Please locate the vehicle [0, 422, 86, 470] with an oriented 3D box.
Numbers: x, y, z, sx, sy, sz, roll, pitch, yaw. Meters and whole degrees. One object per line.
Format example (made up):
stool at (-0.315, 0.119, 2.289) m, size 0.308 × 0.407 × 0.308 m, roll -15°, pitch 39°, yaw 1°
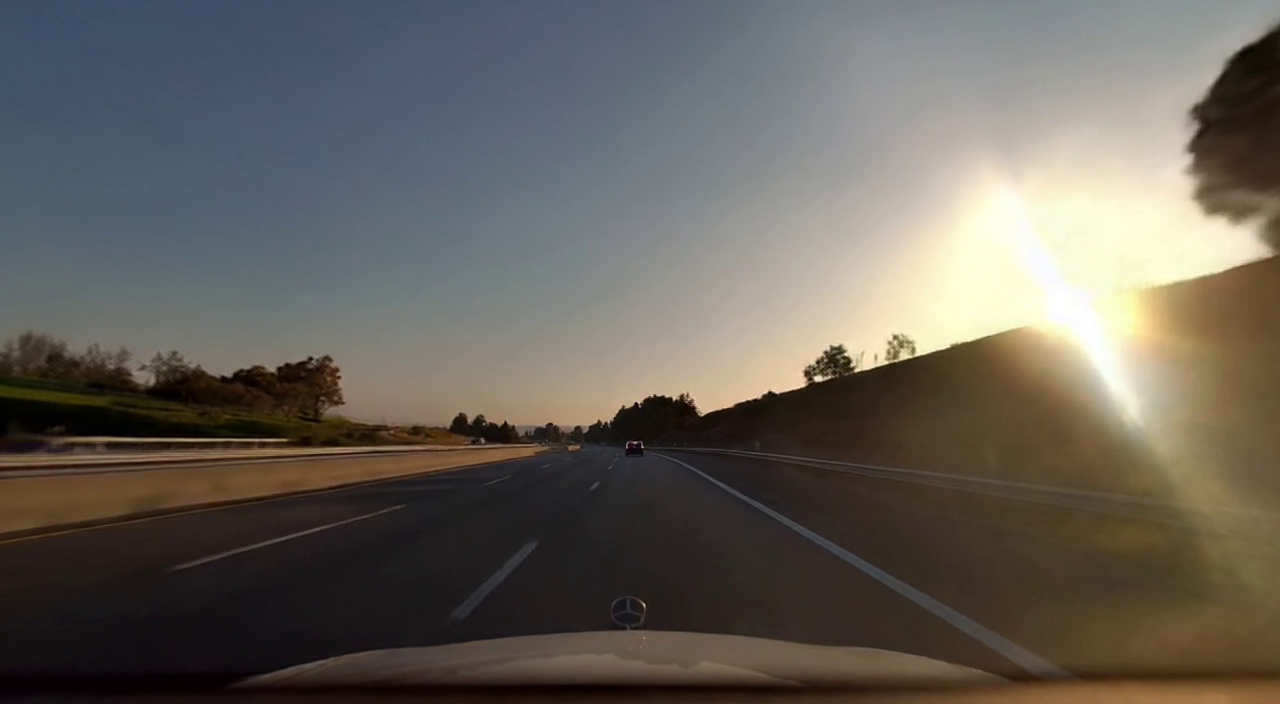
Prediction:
vehicle at (-24.026, 3.529, 23.609) m, size 2.268 × 1.693 × 4.484 m, roll -1°, pitch -8°, yaw 0°
